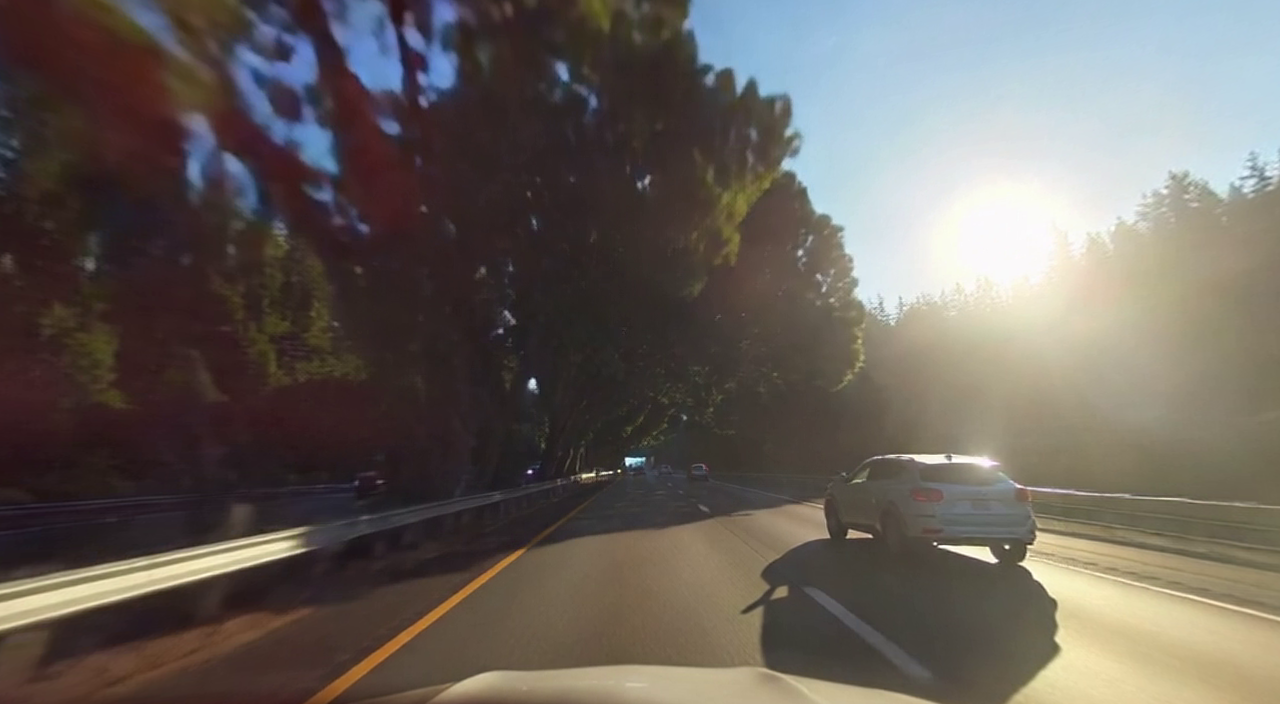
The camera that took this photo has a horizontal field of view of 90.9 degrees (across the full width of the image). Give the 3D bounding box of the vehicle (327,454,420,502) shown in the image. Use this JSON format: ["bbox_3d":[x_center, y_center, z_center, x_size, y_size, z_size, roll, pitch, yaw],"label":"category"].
[{"bbox_3d":[-11.973,5.692,28.741,2.025,1.941,4.964,1,-10,0],"label":"vehicle"}]

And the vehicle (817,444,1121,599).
[{"bbox_3d":[3.825,2.045,8.281,1.825,1.494,3.959,1,-10,0],"label":"vehicle"}]

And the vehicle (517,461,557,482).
[{"bbox_3d":[-7.883,9.178,48.504,2.206,1.513,4.401,0,-10,1],"label":"vehicle"}]

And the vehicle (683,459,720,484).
[{"bbox_3d":[4.105,8.132,42.866,2.156,1.569,3.821,1,-10,0],"label":"vehicle"}]

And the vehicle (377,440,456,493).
[{"bbox_3d":[-12.061,6.252,34.448,2.350,2.640,4.838,1,-10,1],"label":"vehicle"}]
